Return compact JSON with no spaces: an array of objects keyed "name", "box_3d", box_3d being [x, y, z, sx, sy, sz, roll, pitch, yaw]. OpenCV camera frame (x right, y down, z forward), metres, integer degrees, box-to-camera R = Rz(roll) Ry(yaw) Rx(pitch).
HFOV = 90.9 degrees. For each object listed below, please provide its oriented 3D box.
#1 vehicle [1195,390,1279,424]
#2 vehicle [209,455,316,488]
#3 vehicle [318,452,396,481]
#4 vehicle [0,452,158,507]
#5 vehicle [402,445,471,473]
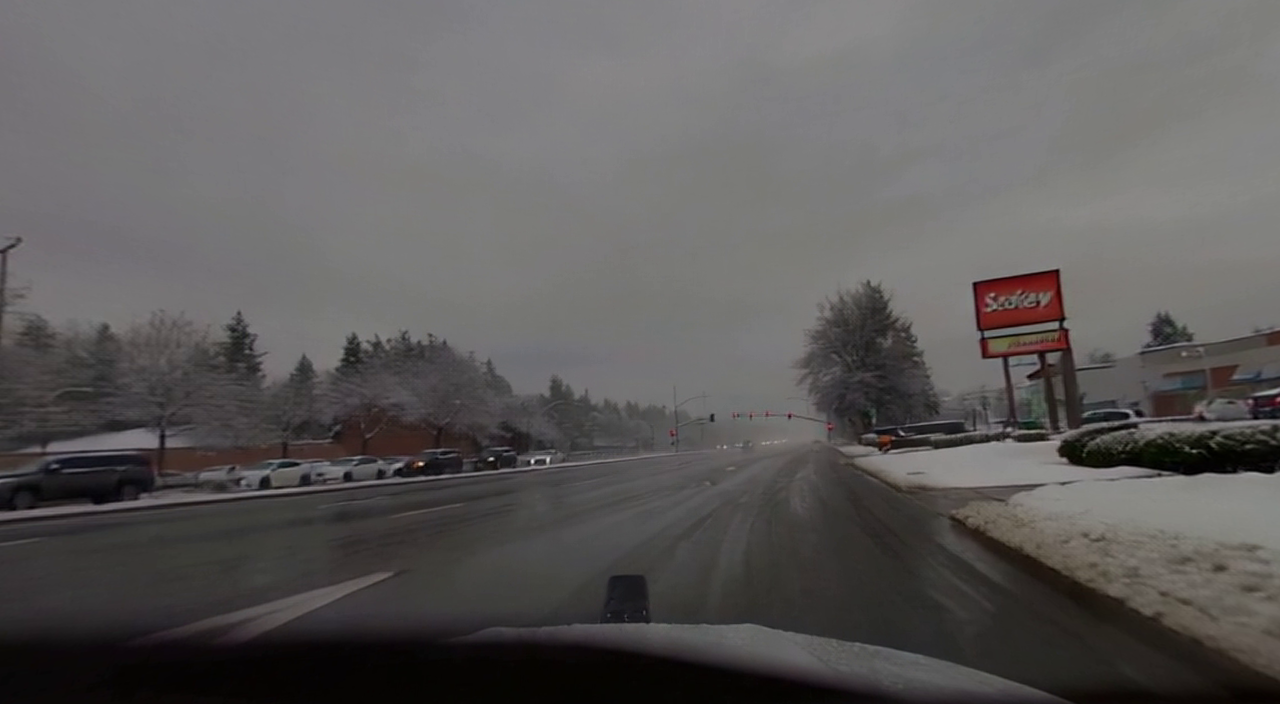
[{"name":"vehicle","box_3d":[32.503,2.982,34.166,3.335,1.398,1.535,-5,-9,-7]},{"name":"vehicle","box_3d":[-18.798,5.929,31.622,1.832,1.473,4.377,-3,-9,18]},{"name":"vehicle","box_3d":[-16.969,6.846,37.986,1.851,1.450,4.396,-9,-11,15]},{"name":"vehicle","box_3d":[-21.489,4.735,23.948,1.969,1.758,4.662,-3,-9,17]},{"name":"vehicle","box_3d":[-14.562,7.711,45.394,1.967,1.683,5.223,-9,-12,17]}]
